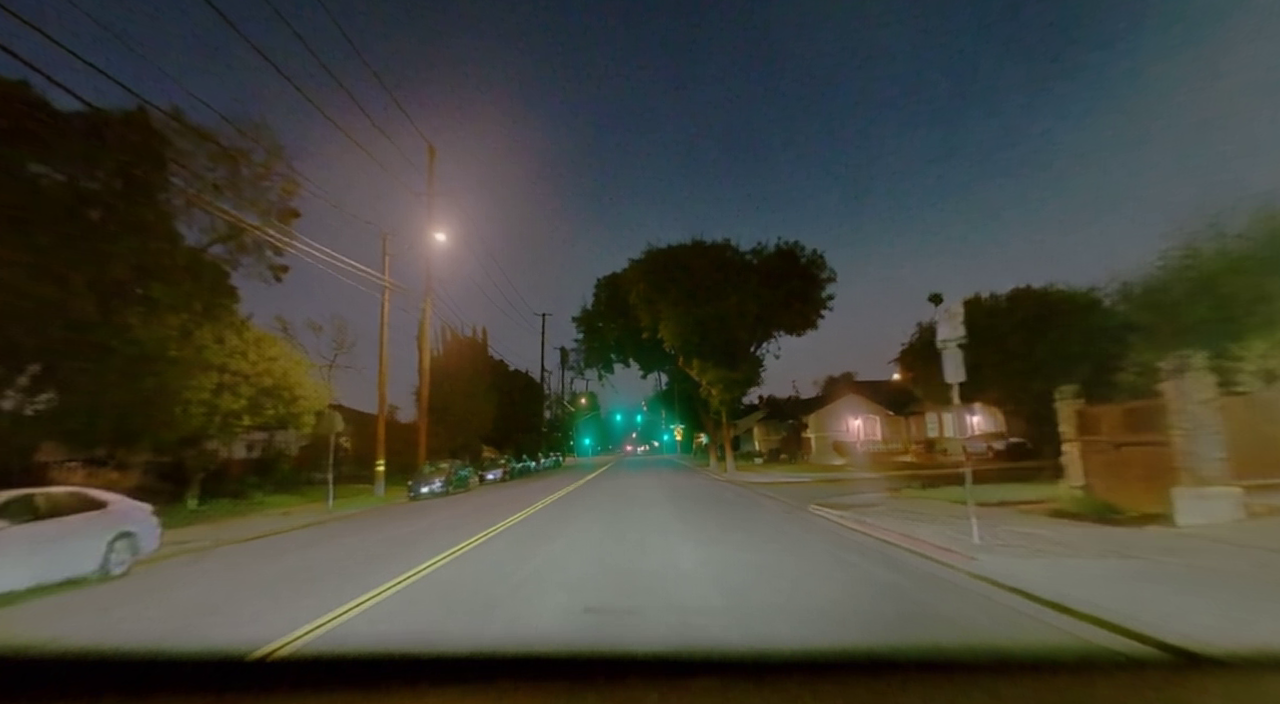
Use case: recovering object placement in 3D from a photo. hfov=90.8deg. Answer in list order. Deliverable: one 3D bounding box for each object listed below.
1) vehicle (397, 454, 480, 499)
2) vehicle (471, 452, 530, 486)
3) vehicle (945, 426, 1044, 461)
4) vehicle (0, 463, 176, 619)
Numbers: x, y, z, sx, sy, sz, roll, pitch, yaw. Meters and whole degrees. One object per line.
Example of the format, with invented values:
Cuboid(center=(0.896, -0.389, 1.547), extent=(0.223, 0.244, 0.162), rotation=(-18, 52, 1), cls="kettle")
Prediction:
Cuboid(center=(-7.667, 4.749, 24.444), extent=(1.949, 1.512, 3.818), rotation=(0, -9, -1), cls="vehicle")
Cuboid(center=(-7.526, 6.337, 34.539), extent=(1.839, 1.494, 4.757), rotation=(-8, -9, 2), cls="vehicle")
Cuboid(center=(17.226, 4.485, 31.062), extent=(1.883, 1.498, 5.152), rotation=(-2, -8, 0), cls="vehicle")
Cuboid(center=(-7.181, 2.025, 6.289), extent=(1.869, 1.442, 4.344), rotation=(-9, -9, -1), cls="vehicle")
